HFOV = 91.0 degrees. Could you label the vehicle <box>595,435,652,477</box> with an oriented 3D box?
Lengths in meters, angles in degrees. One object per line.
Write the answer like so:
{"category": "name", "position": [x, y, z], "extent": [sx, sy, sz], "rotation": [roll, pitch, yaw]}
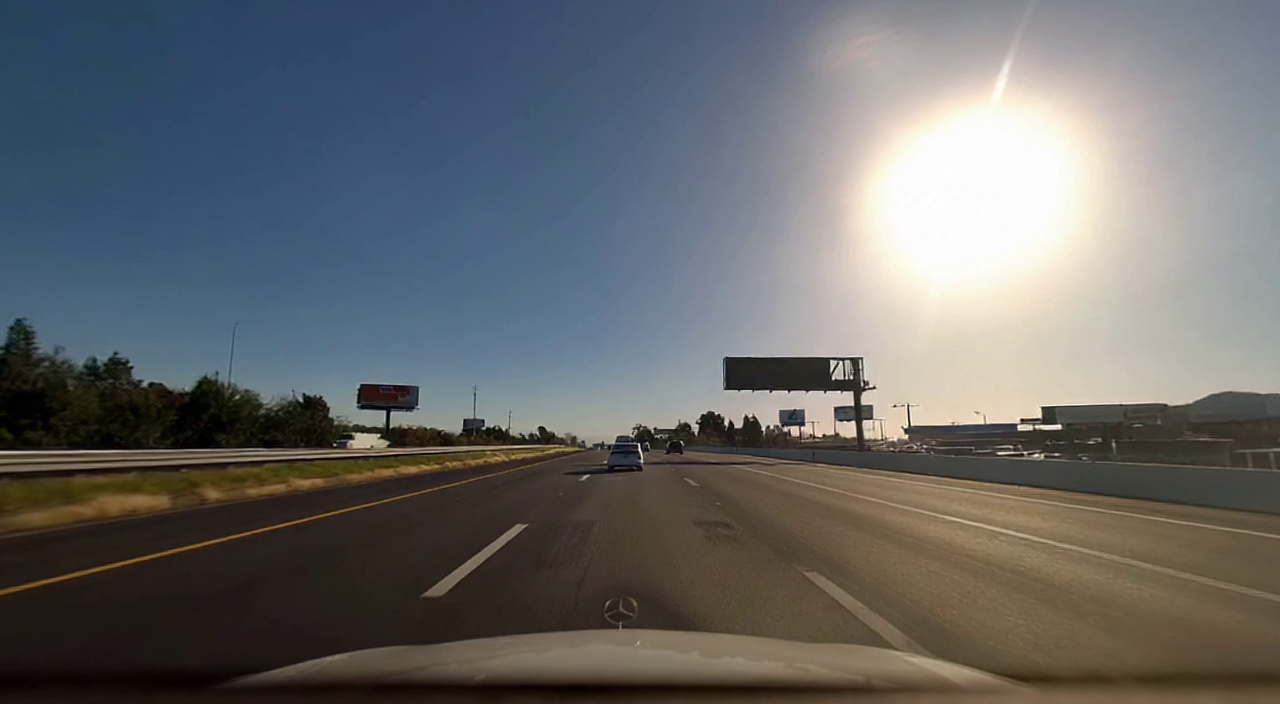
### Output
{"category": "vehicle", "position": [-0.657, 4.253, 25.885], "extent": [2.147, 1.576, 3.964], "rotation": [0, -8, -1]}
